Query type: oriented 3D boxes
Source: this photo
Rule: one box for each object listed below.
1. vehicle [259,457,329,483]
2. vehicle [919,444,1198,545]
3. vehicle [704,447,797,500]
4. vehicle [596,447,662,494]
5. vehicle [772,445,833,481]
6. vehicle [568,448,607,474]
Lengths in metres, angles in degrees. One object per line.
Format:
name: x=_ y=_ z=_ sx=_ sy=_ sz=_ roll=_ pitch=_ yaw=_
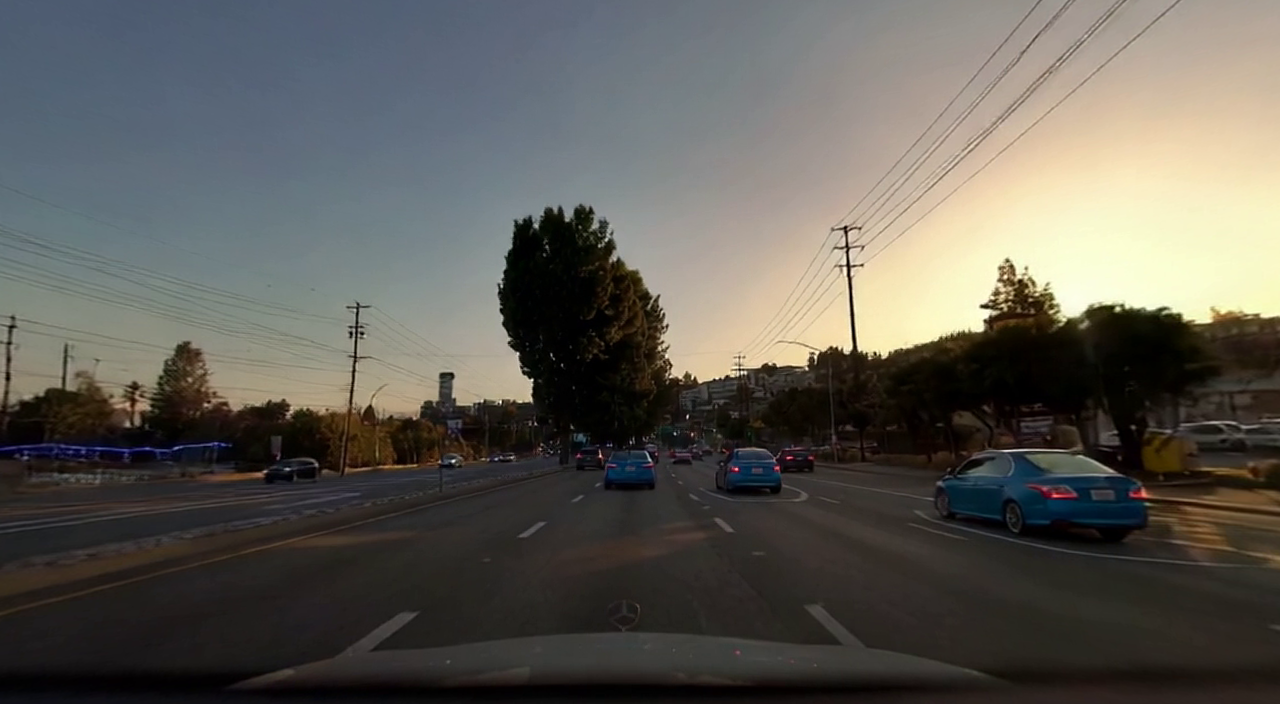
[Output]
vehicle: x=-22.177 y=7.556 z=40.728 sx=1.832 sy=1.455 sz=4.596 roll=0 pitch=-8 yaw=1
vehicle: x=7.064 y=2.401 z=11.424 sx=2.004 sy=1.455 sz=4.417 roll=0 pitch=-8 yaw=0
vehicle: x=3.374 y=3.793 z=20.275 sx=2.053 sy=1.490 sz=4.464 roll=0 pitch=-8 yaw=-2
vehicle: x=-0.345 y=4.054 z=22.016 sx=2.065 sy=1.464 sz=4.216 roll=0 pitch=-8 yaw=0
vehicle: x=8.167 y=5.592 z=32.155 sx=1.998 sy=1.724 sz=4.260 roll=0 pitch=-8 yaw=1
vehicle: x=-3.429 y=7.179 z=41.927 sx=2.073 sy=1.606 sz=4.364 roll=0 pitch=-8 yaw=2
